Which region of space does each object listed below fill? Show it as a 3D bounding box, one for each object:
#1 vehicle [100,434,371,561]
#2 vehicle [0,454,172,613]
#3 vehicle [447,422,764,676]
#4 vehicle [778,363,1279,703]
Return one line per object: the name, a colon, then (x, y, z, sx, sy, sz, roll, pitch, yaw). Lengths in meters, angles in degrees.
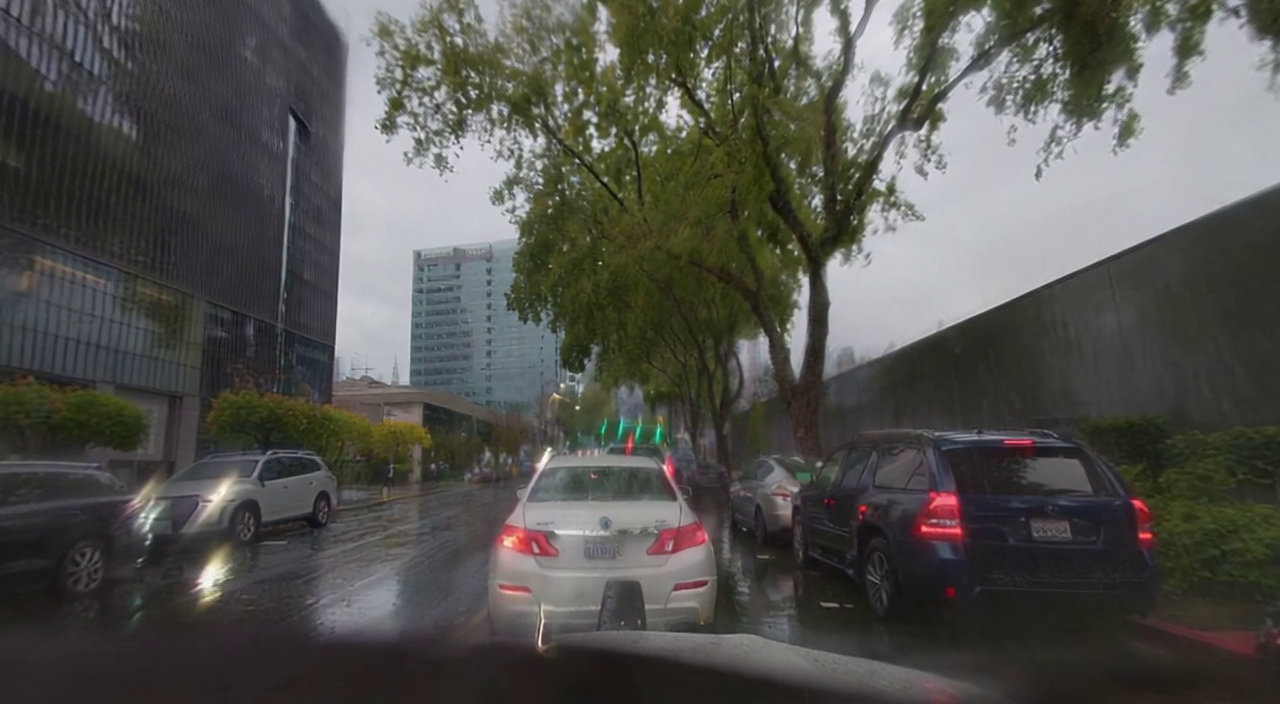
vehicle: (-6.842, 2.586, 11.433, 1.994, 1.701, 4.520, -3, -12, -1)
vehicle: (-6.982, 1.695, 5.890, 1.900, 1.471, 4.202, 1, -10, 0)
vehicle: (-0.197, 1.600, 5.936, 2.018, 1.583, 3.646, 1, -10, 1)
vehicle: (2.711, 1.425, 5.702, 1.868, 1.920, 4.501, 1, -10, 0)
